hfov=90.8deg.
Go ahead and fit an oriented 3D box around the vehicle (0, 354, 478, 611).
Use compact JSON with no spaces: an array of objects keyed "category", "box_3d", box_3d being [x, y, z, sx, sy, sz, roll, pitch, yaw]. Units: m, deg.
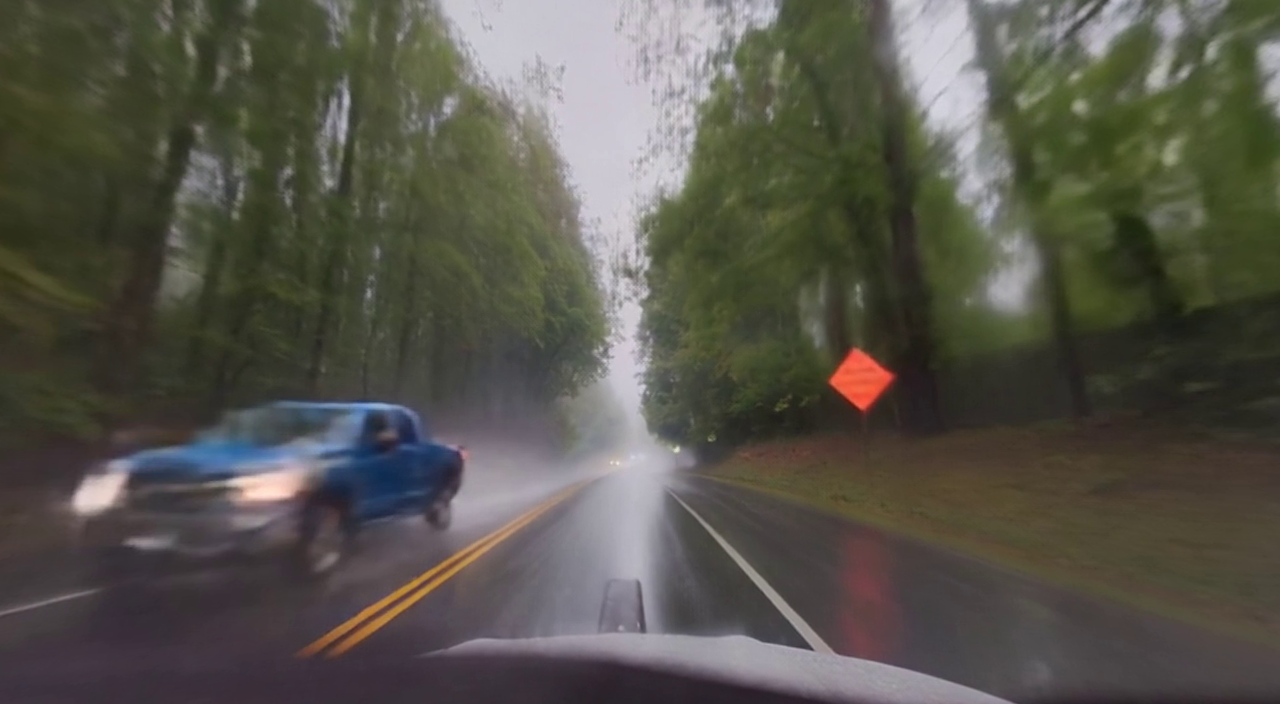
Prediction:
[{"category":"vehicle","box_3d":[-4.259,1.531,8.418,2.638,2.200,5.867,0,-8,0]}]
